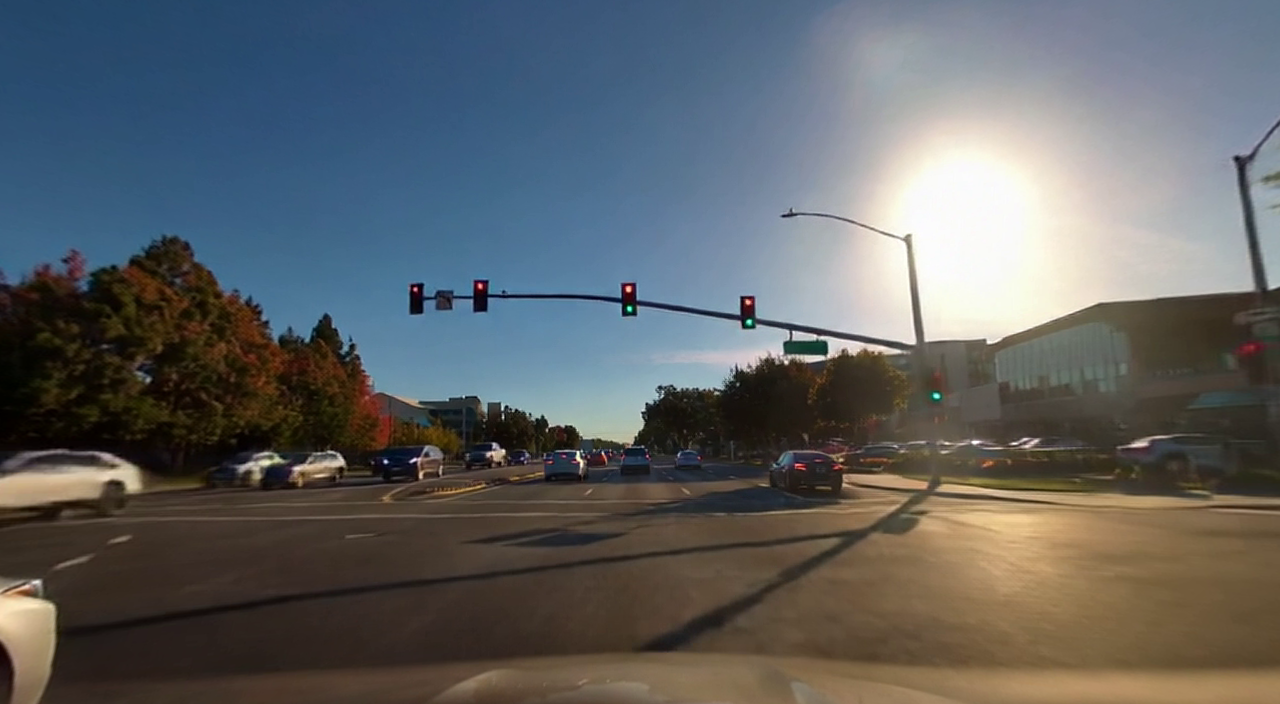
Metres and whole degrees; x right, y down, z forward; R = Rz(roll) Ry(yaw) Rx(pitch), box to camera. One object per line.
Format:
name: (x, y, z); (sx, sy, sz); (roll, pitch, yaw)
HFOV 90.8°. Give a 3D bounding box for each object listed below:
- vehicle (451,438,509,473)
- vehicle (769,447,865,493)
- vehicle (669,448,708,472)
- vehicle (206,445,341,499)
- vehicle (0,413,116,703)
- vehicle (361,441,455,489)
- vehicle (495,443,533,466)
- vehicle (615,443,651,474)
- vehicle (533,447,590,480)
vehicle: (-9.211, 5.960, 36.745); (2.185, 1.752, 4.599); (-4, -8, 0)
vehicle: (6.198, 4.177, 22.746); (2.028, 1.451, 4.625); (0, -8, -2)
vehicle: (2.978, 6.739, 39.631); (2.014, 1.430, 4.103); (0, -8, -2)
vehicle: (-12.159, 3.967, 21.389); (1.975, 1.450, 4.561); (-4, -8, -1)
vehicle: (-3.658, 0.749, 0.947); (2.018, 1.476, 4.364); (0, -8, -1)
vehicle: (-8.975, 4.348, 24.836); (1.929, 1.492, 4.430); (-5, -7, 1)
vehicle: (-9.371, 7.685, 47.426); (2.026, 1.639, 4.496); (0, -8, -1)
vehicle: (-0.356, 6.275, 37.417); (2.008, 1.716, 4.125); (0, -8, 0)
vehicle: (-3.699, 5.332, 30.570); (2.163, 1.474, 4.413); (0, -8, 1)
